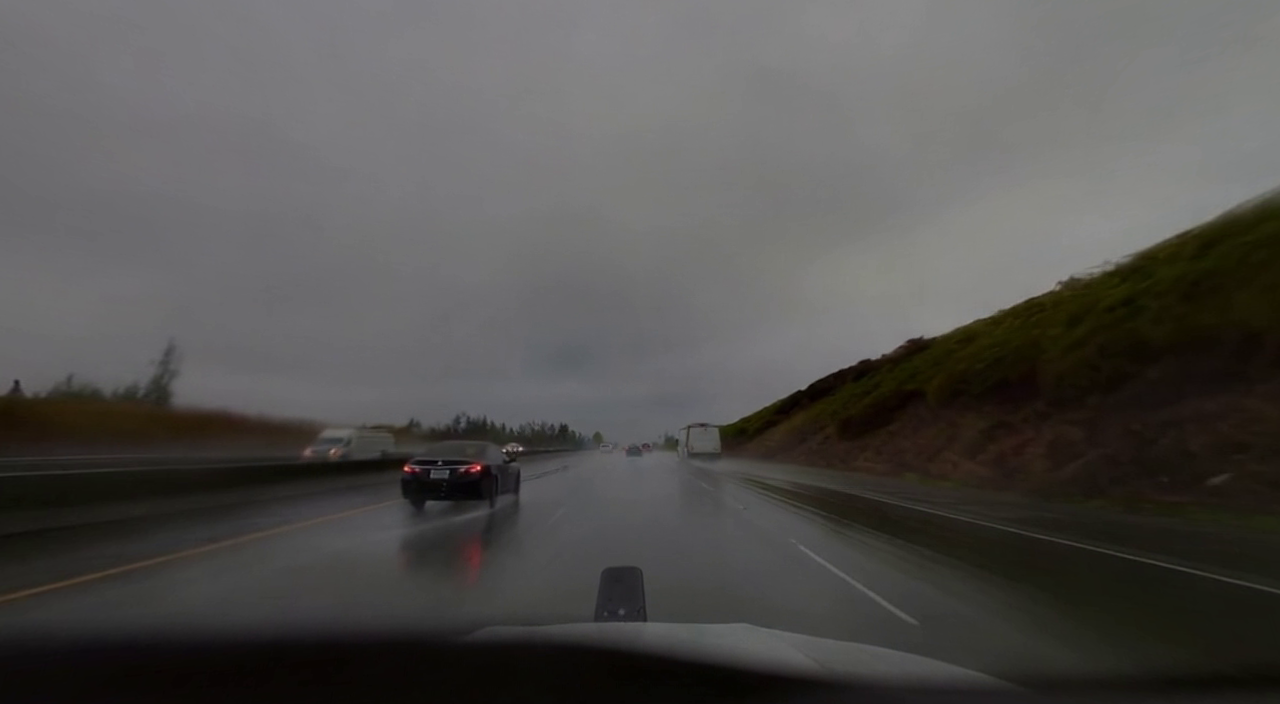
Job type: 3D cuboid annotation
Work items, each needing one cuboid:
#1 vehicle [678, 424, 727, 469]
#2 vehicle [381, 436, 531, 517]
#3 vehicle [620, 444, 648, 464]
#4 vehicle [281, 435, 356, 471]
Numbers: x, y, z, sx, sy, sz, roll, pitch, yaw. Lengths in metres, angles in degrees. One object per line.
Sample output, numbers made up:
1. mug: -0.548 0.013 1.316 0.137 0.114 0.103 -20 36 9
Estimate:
1. vehicle: 3.851 6.005 40.095 2.361 2.636 5.684 0 -9 -1
2. vehicle: -3.913 2.724 14.289 2.054 1.529 4.368 0 -9 0
3. vehicle: -0.448 7.580 46.872 2.007 1.456 3.719 0 -9 -1
4. vehicle: -19.356 6.126 38.187 2.007 2.011 4.830 0 -9 -1
